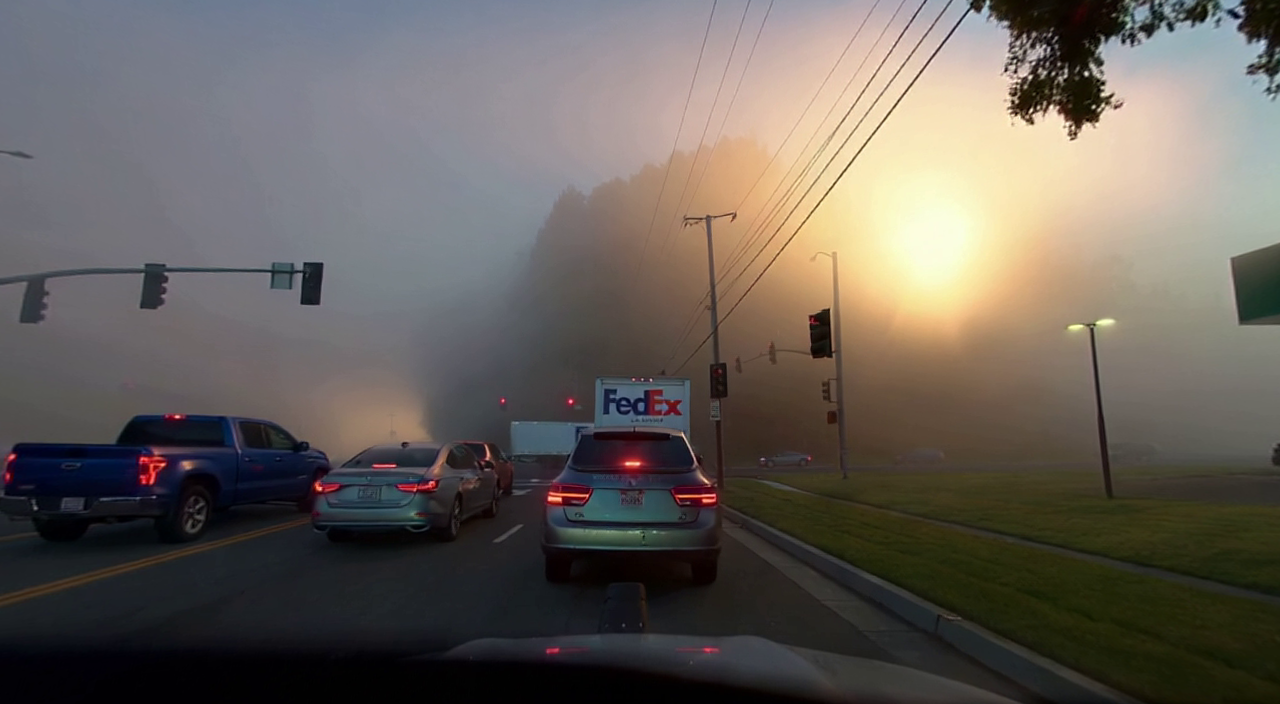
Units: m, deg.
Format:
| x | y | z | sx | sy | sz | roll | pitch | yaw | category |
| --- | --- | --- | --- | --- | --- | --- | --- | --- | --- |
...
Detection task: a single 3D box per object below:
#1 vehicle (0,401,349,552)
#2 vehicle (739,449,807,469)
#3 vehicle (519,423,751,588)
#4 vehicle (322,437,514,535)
| x | y | z | sx | sy | sz | roll | pitch | yaw | category |
| --- | --- | --- | --- | --- | --- | --- | --- | --- | --- |
| -7.289 | 1.981 | 10.730 | 2.125 | 1.893 | 5.498 | 0 | -9 | -2 | vehicle |
| 10.274 | 8.282 | 48.650 | 4.841 | 1.494 | 1.829 | 1 | -9 | -5 | vehicle |
| -0.051 | 1.746 | 8.011 | 2.145 | 1.513 | 4.269 | 0 | -9 | 0 | vehicle |
| -3.873 | 2.397 | 11.929 | 1.949 | 1.487 | 4.390 | 0 | -9 | 1 | vehicle |
